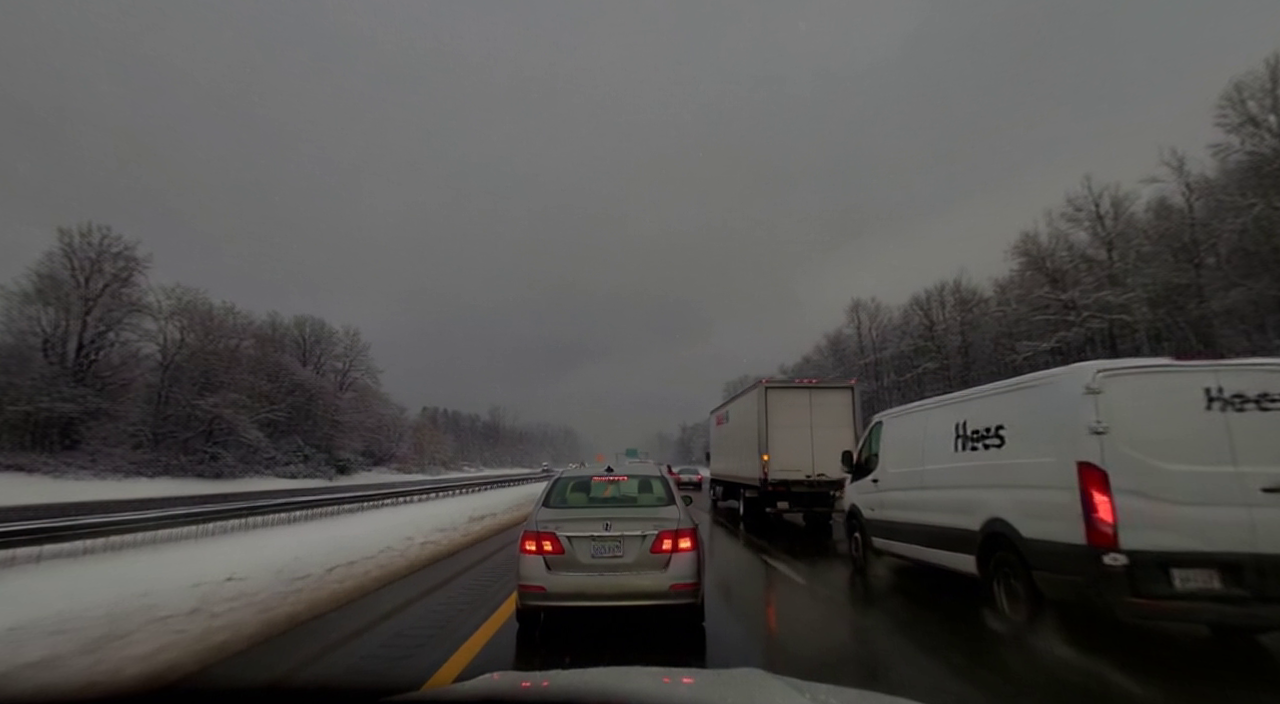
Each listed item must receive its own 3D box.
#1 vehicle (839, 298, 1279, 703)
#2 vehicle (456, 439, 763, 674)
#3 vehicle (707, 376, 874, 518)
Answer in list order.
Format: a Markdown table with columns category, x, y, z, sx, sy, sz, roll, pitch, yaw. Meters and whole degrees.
| category | x | y | z | sx | sy | sz | roll | pitch | yaw |
| --- | --- | --- | --- | --- | --- | --- | --- | --- | --- |
| vehicle | 4.163 | 1.383 | 6.643 | 2.328 | 2.537 | 5.290 | 1 | -11 | 0 |
| vehicle | -0.245 | 1.656 | 5.874 | 1.980 | 1.493 | 3.410 | 1 | -11 | -2 |
| vehicle | 4.823 | 3.688 | 23.373 | 2.936 | 3.972 | 11.144 | 1 | -11 | -3 |
